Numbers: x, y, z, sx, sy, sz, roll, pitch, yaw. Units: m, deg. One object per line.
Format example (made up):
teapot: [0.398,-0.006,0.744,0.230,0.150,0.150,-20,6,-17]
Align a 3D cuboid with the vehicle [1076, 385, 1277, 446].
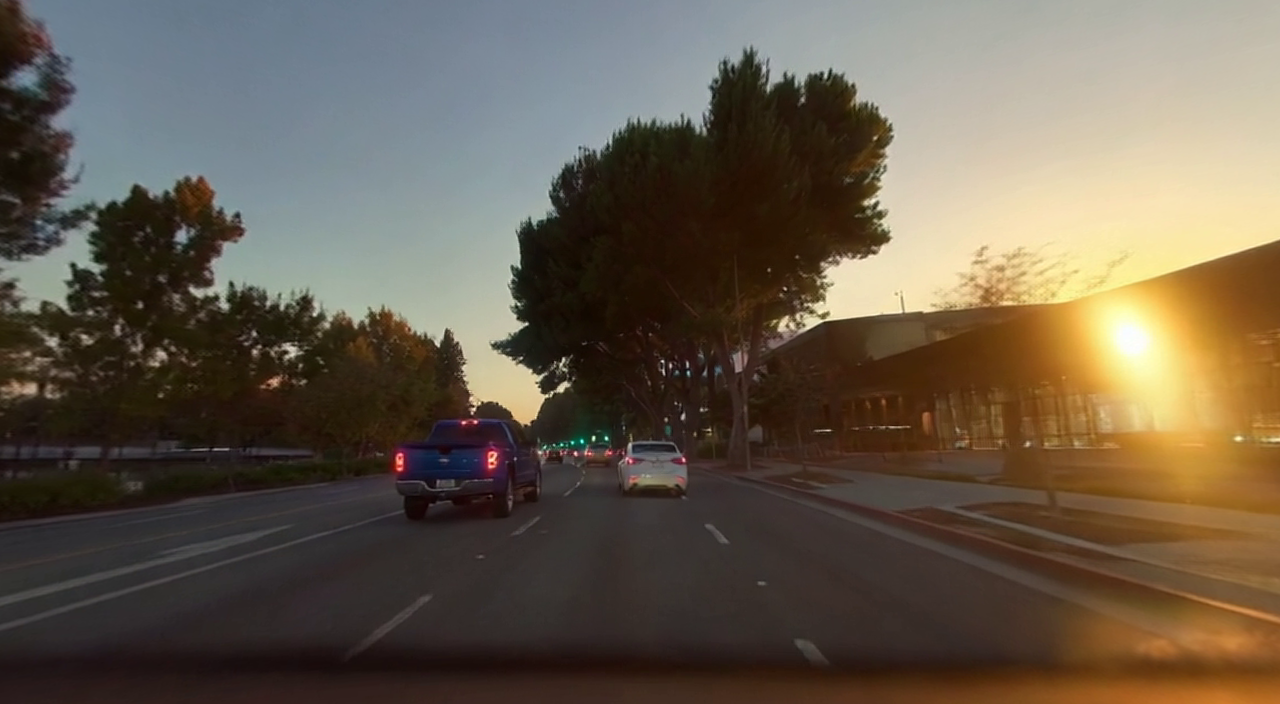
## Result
vehicle: [22.693,2.831,27.100,6.027,2.377,2.245,-4,-10,27]

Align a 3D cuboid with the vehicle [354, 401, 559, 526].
vehicle: [-3.300,2.208,12.978,2.512,1.992,5.725,0,-9,0]

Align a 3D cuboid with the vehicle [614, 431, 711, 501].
vehicle: [0.426,2.852,16.156,2.142,1.528,4.133,0,-9,-3]
